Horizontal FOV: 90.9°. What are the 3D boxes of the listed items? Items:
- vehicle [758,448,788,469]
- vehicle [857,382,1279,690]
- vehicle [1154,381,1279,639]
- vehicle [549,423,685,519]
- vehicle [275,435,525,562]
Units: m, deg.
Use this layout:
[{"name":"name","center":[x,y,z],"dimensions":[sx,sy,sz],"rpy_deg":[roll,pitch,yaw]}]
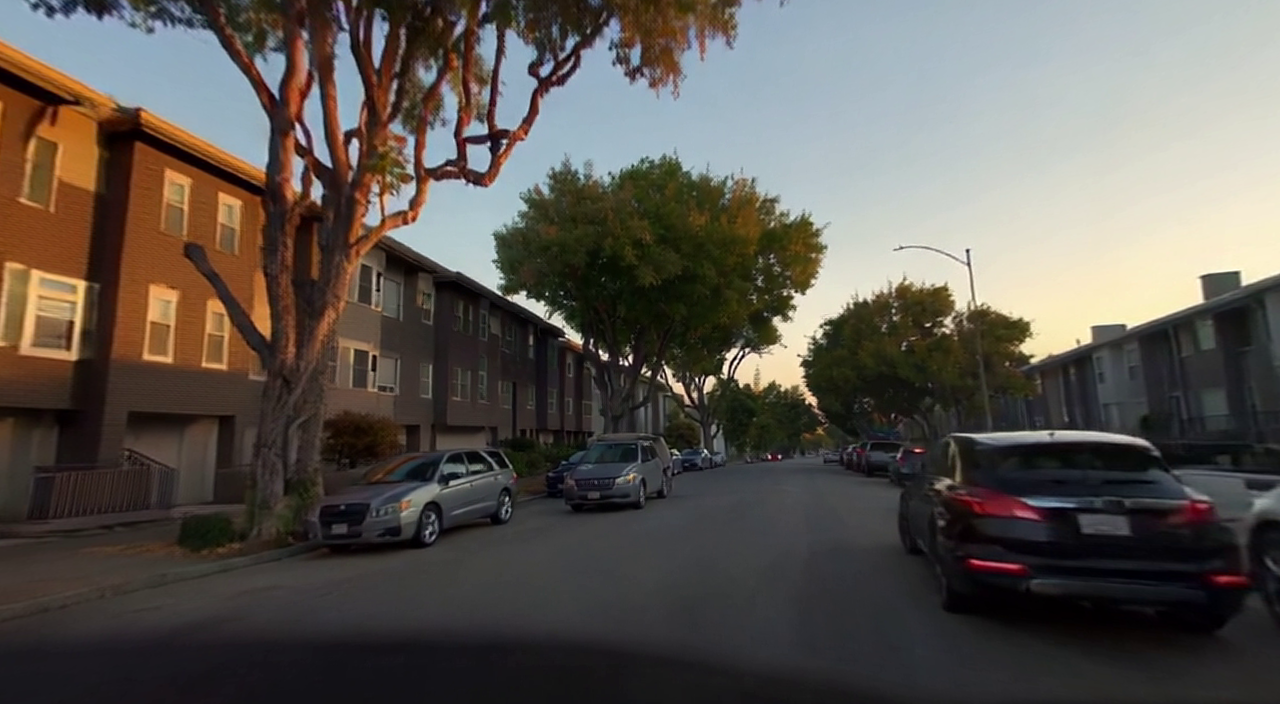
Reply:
[{"name":"vehicle","center":[10.068,8.018,47.568],"dimensions":[1.971,1.476,4.593],"rpy_deg":[-3,-9,14]},{"name":"vehicle","center":[3.541,1.429,6.273],"dimensions":[2.055,1.717,5.172],"rpy_deg":[-2,-9,13]},{"name":"vehicle","center":[5.255,0.896,2.966],"dimensions":[2.082,1.799,5.207],"rpy_deg":[-2,-9,11]},{"name":"vehicle","center":[-0.371,2.979,16.350],"dimensions":[2.197,2.047,4.985],"rpy_deg":[-3,-9,14]},{"name":"vehicle","center":[-3.933,2.456,11.428],"dimensions":[2.002,1.774,4.568],"rpy_deg":[-2,-9,12]}]
